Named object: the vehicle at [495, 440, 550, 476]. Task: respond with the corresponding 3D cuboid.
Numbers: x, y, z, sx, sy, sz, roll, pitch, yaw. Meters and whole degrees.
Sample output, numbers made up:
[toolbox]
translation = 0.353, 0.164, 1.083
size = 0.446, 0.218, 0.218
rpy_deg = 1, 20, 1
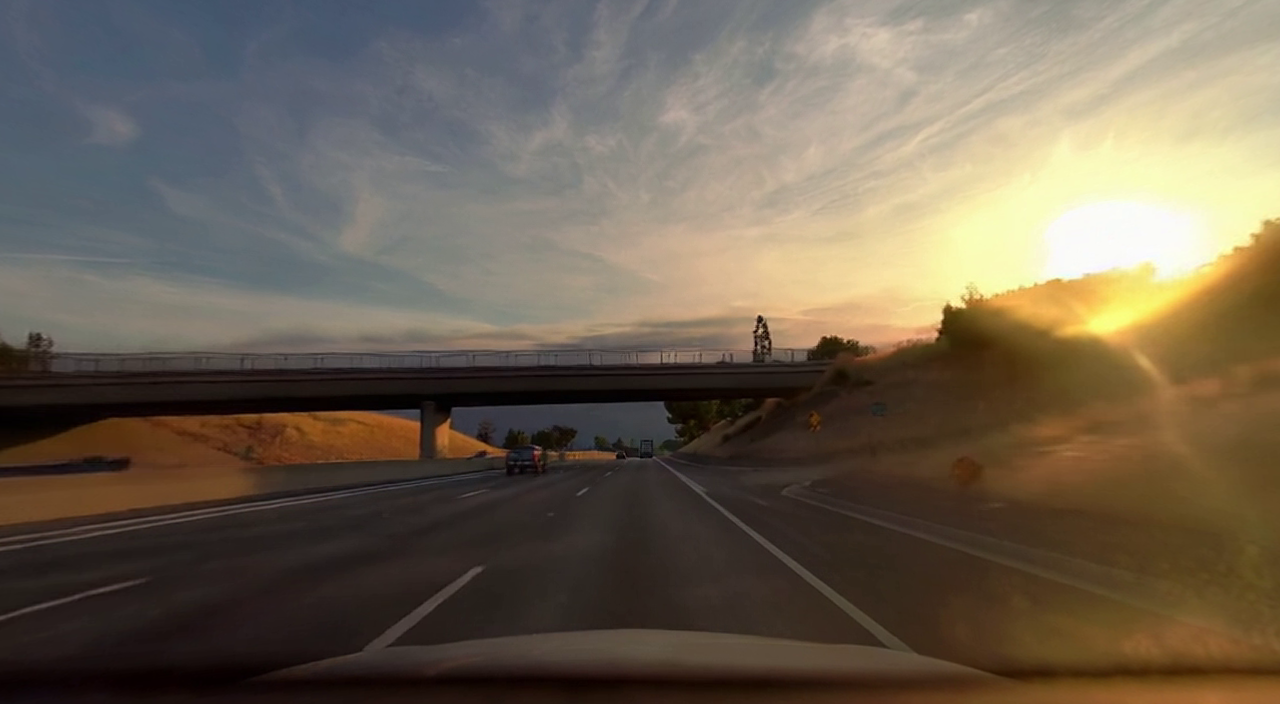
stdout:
[vehicle]
translation = -6.791, 6.197, 37.130
size = 2.232, 1.947, 5.180
rpy_deg = 0, -9, 0
